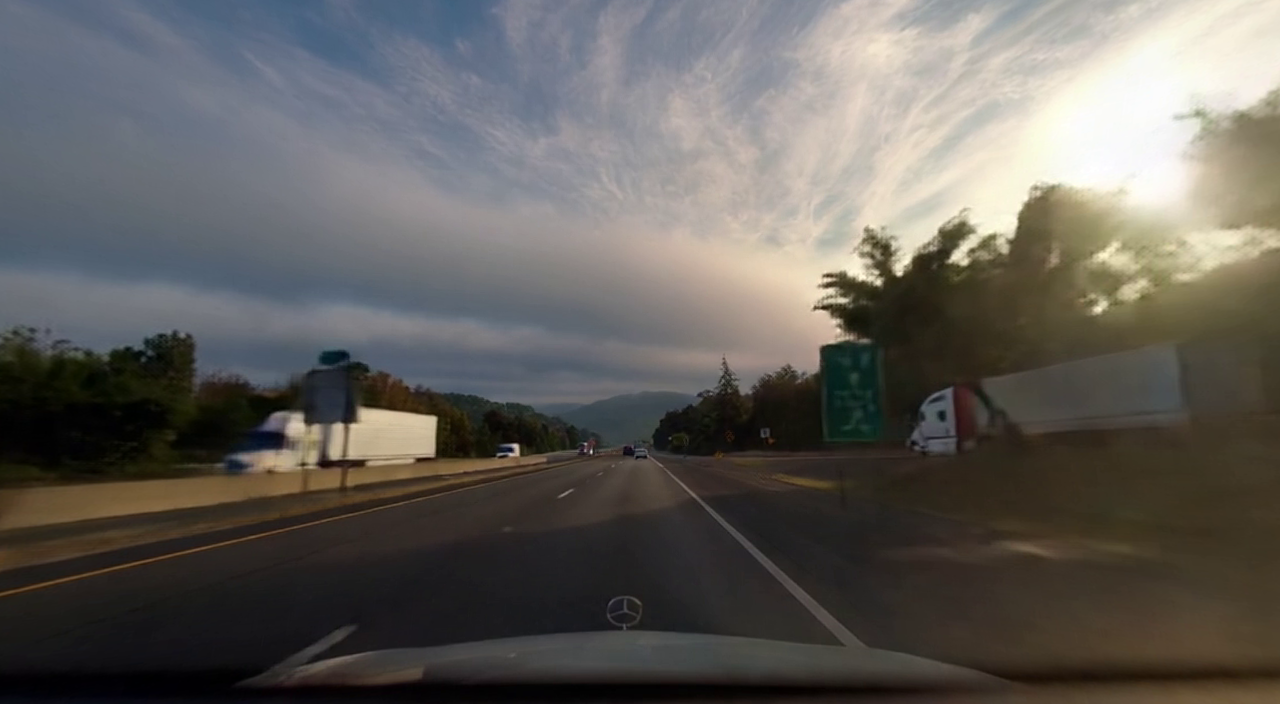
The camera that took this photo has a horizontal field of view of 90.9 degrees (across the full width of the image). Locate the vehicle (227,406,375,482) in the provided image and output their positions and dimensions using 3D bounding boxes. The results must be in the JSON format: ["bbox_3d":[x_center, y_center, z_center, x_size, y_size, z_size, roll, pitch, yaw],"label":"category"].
[{"bbox_3d":[-18.614,5.276,35.711,2.900,3.682,9.791,0,-9,0],"label":"vehicle"}]

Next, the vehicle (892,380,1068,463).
[{"bbox_3d":[18.284,4.115,35.266,3.038,3.945,10.598,1,-9,-6],"label":"vehicle"}]

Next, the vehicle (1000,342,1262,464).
[{"bbox_3d":[19.213,2.419,25.880,2.763,4.126,9.013,1,-9,-5],"label":"vehicle"}]
